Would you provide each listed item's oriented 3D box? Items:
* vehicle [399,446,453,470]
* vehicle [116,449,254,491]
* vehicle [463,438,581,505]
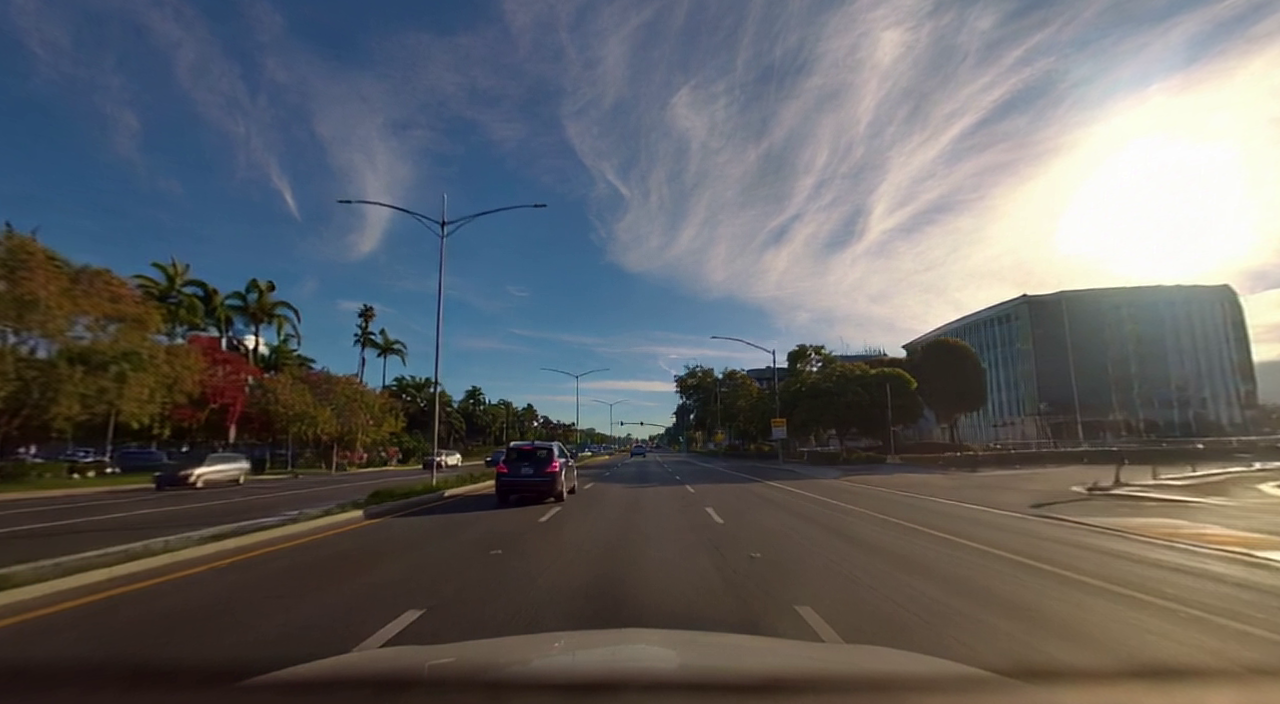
[{"bbox_3d":[-14.626,7.247,43.398,1.948,1.491,4.723,0,-8,1],"label":"vehicle"},{"bbox_3d":[-18.208,4.708,25.584,1.993,1.466,4.731,0,-8,1],"label":"vehicle"},{"bbox_3d":[-2.963,3.121,17.041,2.162,1.549,4.795,0,-8,1],"label":"vehicle"}]
